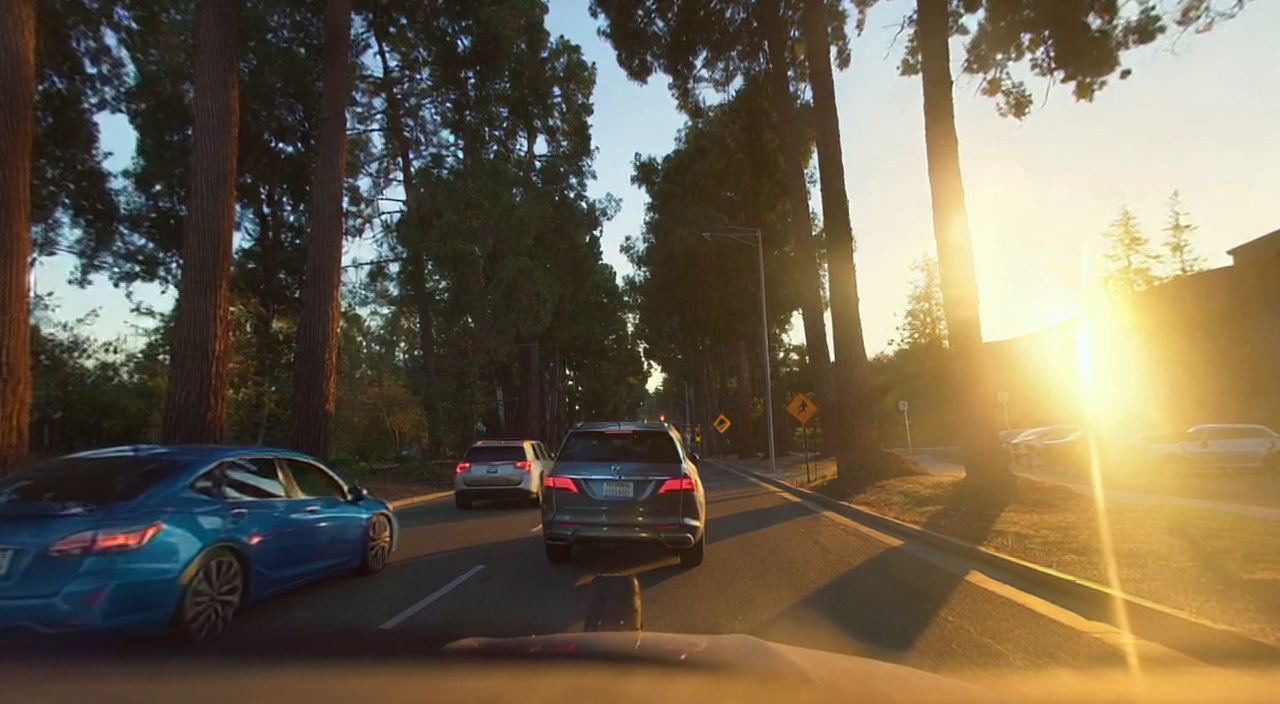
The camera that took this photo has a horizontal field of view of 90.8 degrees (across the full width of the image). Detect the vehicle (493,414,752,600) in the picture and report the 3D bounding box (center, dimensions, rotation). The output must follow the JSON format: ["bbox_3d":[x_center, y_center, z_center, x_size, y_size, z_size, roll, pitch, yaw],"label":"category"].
[{"bbox_3d":[-0.128,1.628,7.474,2.229,1.591,3.897,0,-8,1],"label":"vehicle"}]

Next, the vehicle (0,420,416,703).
[{"bbox_3d":[-3.610,1.359,4.975,1.922,1.464,4.424,0,-8,2],"label":"vehicle"}]

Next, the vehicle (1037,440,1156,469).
[{"bbox_3d":[28.419,6.354,39.423,5.955,1.702,2.166,1,-8,-6],"label":"vehicle"}]
